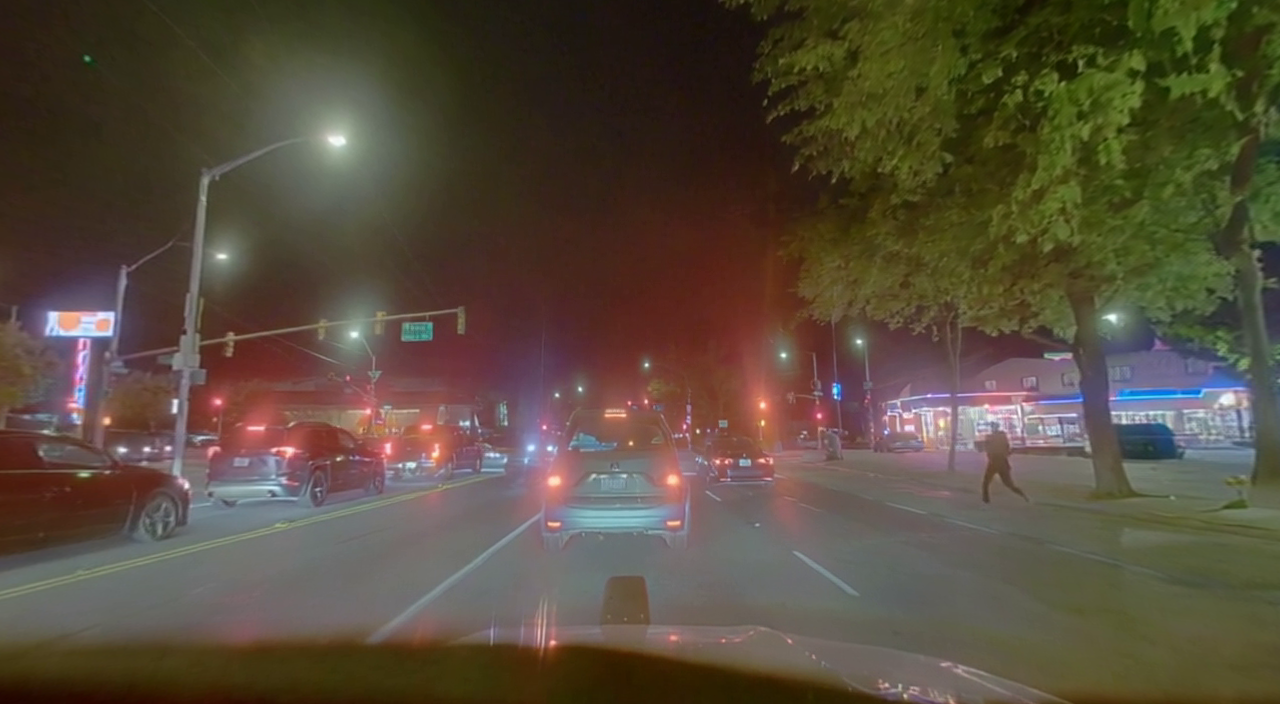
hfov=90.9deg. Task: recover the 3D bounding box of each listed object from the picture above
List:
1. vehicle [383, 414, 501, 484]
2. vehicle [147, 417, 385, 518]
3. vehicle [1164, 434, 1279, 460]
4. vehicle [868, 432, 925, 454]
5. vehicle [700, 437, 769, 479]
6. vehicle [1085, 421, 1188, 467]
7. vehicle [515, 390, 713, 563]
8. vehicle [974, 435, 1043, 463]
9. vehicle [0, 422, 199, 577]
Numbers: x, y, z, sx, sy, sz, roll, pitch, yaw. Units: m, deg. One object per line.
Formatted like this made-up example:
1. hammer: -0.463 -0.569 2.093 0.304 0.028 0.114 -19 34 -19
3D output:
1. vehicle: -6.436 3.237 21.178 2.496 2.112 4.351 0 -8 1
2. vehicle: -7.130 2.253 12.749 1.941 1.655 4.503 0 -8 1
3. vehicle: 29.679 4.847 32.204 4.176 1.313 1.719 0 -8 2
4. vehicle: 20.215 7.163 49.570 4.361 1.653 2.034 6 -10 -35
5. vehicle: 3.488 4.000 24.064 2.023 1.441 4.240 0 -8 1
6. vehicle: 19.346 3.582 24.505 4.156 1.622 1.924 6 -10 -35
7. vehicle: -0.272 1.621 8.843 2.064 1.817 4.298 0 -8 0
8. vehicle: 20.194 5.304 34.512 3.836 1.443 1.694 6 -10 -34
9. vehicle: -6.958 1.455 6.385 1.831 1.451 4.382 0 -8 -1
